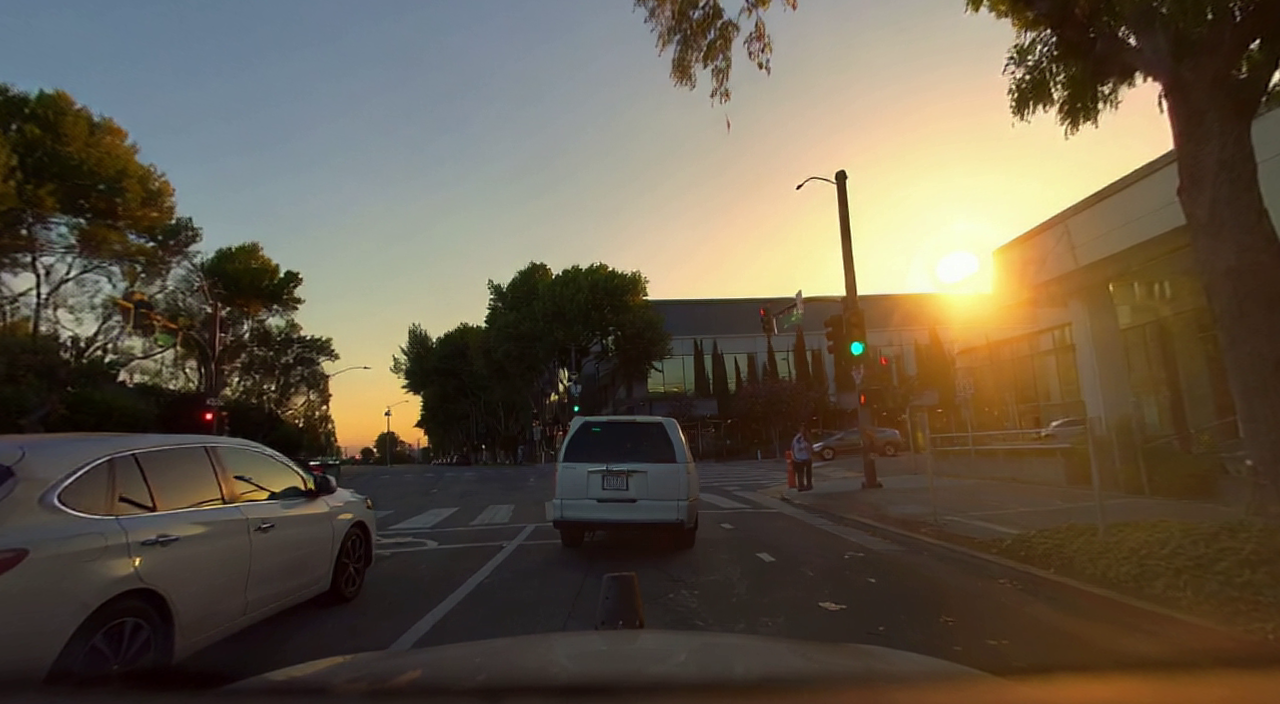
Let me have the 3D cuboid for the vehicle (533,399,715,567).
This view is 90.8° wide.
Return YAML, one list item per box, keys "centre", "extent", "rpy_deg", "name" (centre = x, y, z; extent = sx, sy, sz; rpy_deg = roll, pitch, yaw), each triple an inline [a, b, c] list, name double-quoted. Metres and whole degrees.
- centre: [-0.182, 1.796, 9.345]
  extent: [2.059, 1.877, 4.249]
  rpy_deg: [0, -8, 0]
  name: "vehicle"

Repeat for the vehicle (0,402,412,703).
- centre: [-3.381, 1.264, 4.549]
  extent: [2.011, 1.527, 4.008]
  rpy_deg: [0, -8, -1]
  name: "vehicle"

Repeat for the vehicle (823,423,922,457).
- centre: [12.917, 4.903, 35.137]
  extent: [4.872, 1.806, 2.107]
  rpy_deg: [3, -9, -20]
  name: "vehicle"

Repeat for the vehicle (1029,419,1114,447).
- centre: [24.804, 4.668, 36.307]
  extent: [3.830, 1.545, 2.006]
  rpy_deg: [3, -9, -19]
  name: "vehicle"
